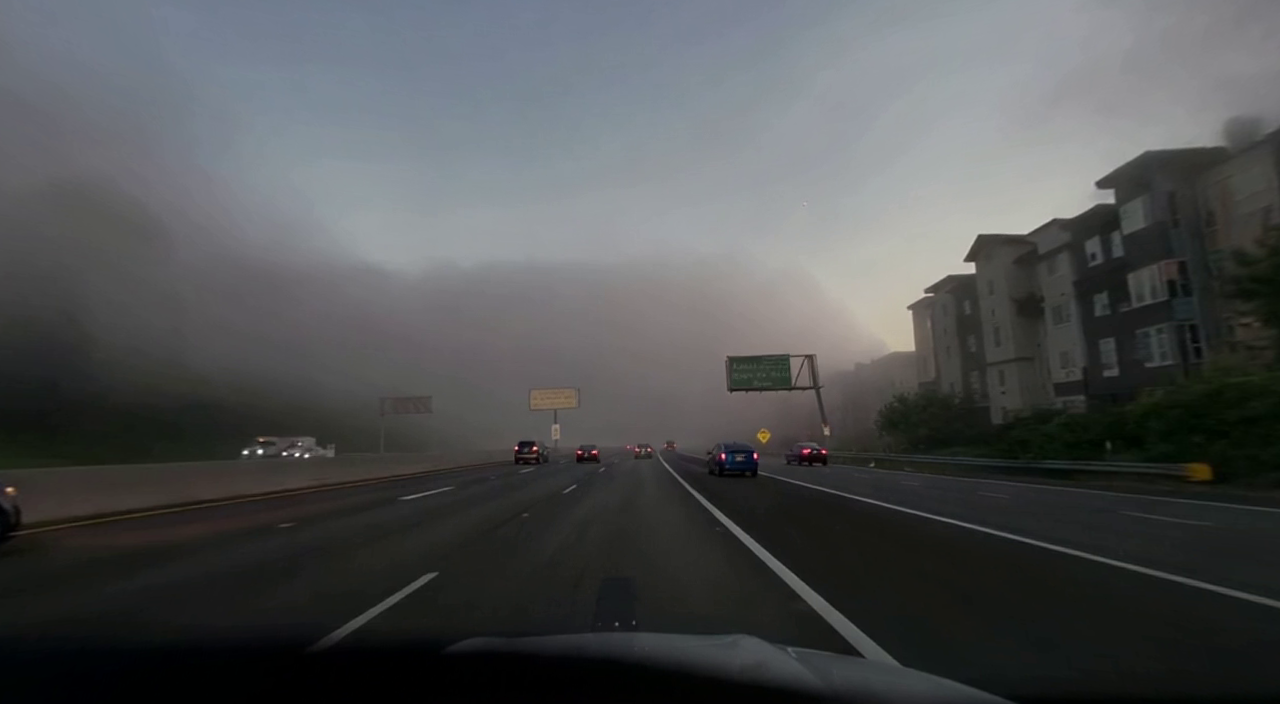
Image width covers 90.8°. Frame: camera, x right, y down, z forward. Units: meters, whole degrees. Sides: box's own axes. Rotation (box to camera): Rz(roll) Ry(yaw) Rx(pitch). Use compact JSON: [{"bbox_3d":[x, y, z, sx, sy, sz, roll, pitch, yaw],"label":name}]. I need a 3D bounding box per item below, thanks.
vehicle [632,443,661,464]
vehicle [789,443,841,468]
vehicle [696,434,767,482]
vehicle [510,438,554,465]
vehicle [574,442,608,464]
[{"bbox_3d":[0.450,7.337,45.747,1.992,1.431,4.055,0,-9,0],"label":"vehicle"},{"bbox_3d":[11.035,6.557,40.227,2.061,1.459,4.273,0,-9,0],"label":"vehicle"},{"bbox_3d":[3.501,4.150,24.987,2.080,1.694,4.286,0,-9,-1],"label":"vehicle"},{"bbox_3d":[-7.238,6.718,42.648,2.057,1.733,4.589,0,-9,1],"label":"vehicle"},{"bbox_3d":[-3.458,7.207,45.140,2.002,1.466,4.378,0,-9,1],"label":"vehicle"}]
